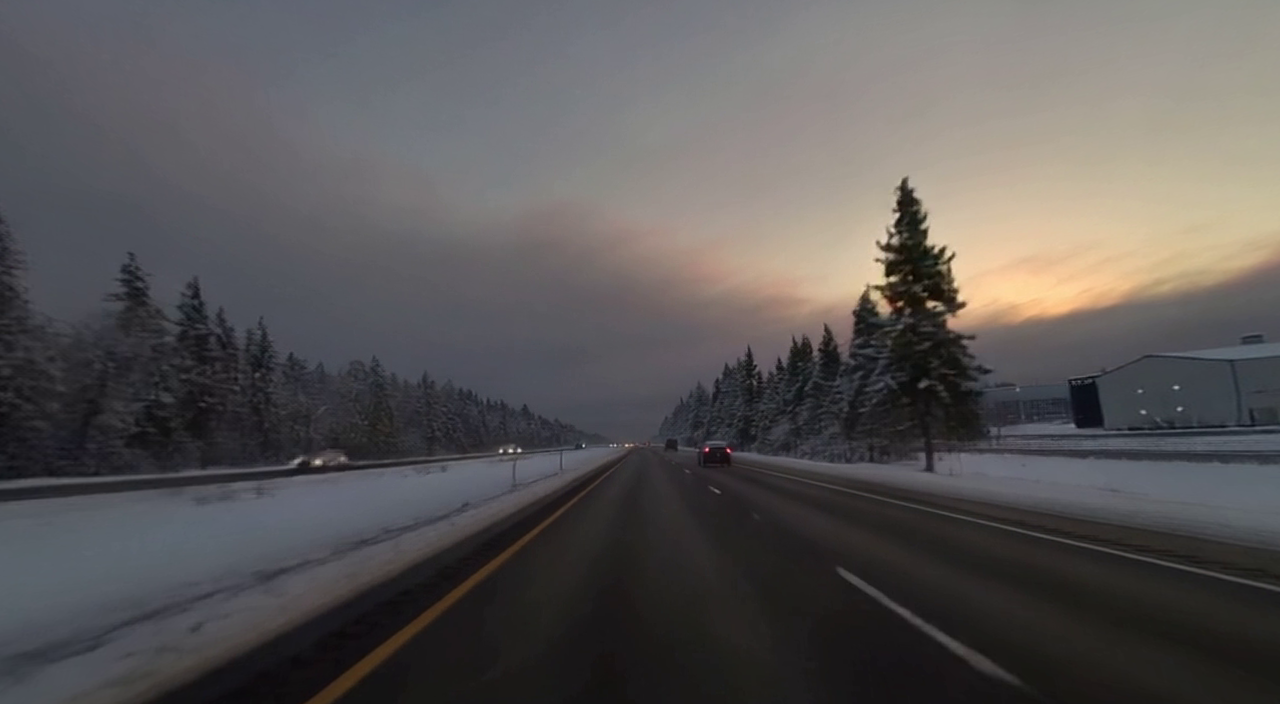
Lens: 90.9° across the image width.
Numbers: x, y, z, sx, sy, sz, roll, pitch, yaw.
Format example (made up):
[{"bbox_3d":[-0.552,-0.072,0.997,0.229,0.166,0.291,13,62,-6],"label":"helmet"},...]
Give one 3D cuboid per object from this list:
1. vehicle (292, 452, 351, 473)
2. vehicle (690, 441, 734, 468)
[{"bbox_3d":[-24.102,8.360,47.895,1.897,1.462,4.861,0,-8,0],"label":"vehicle"},{"bbox_3d":[4.229,6.100,37.678,2.062,1.518,4.026,0,-8,-1],"label":"vehicle"}]
